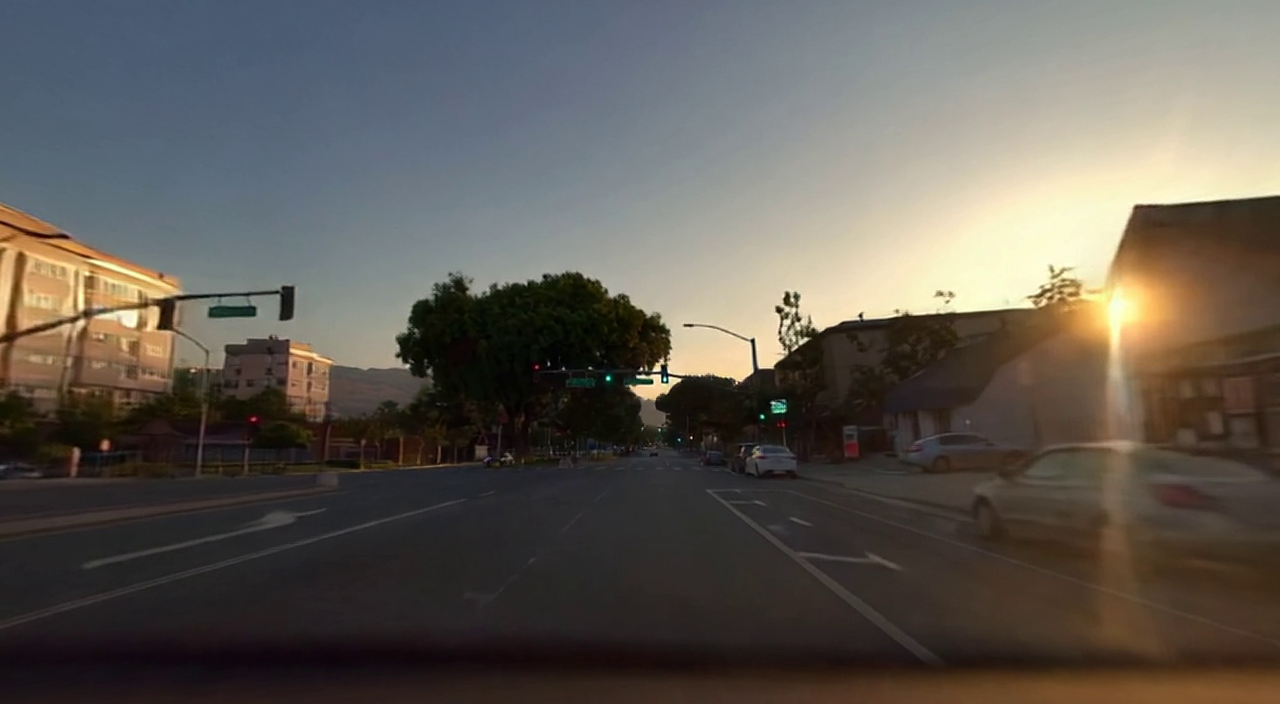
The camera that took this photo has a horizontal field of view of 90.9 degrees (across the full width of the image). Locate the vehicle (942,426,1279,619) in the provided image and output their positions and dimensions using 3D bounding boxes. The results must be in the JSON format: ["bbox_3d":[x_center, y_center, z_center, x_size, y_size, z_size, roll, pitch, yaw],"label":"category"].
[{"bbox_3d":[5.848,1.753,7.540,2.057,1.541,4.735,0,-9,-1],"label":"vehicle"}]

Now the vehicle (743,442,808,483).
[{"bbox_3d":[6.026,4.995,28.754,1.845,1.664,5.285,0,-9,1],"label":"vehicle"}]
